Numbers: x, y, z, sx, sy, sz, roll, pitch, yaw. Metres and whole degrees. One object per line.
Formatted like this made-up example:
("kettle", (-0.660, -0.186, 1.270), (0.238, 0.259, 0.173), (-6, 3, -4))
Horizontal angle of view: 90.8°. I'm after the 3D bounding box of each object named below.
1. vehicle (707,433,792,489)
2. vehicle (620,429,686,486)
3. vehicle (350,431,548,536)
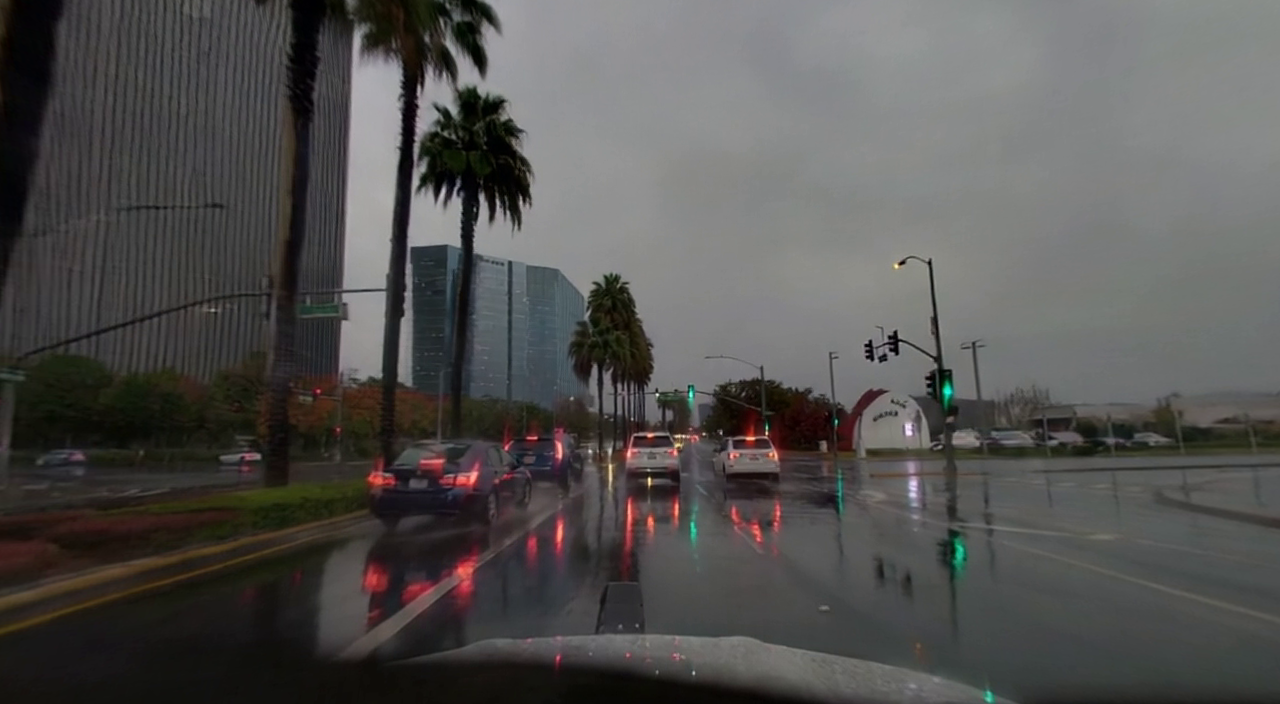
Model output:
("vehicle", (3.347, 3.429, 20.123), (1.936, 1.567, 3.896), (0, -9, -1))
("vehicle", (0.433, 3.605, 21.754), (2.060, 1.730, 4.257), (0, -9, 1))
("vehicle", (-3.063, 2.228, 11.353), (1.962, 1.480, 4.605), (-1, -9, 2))
